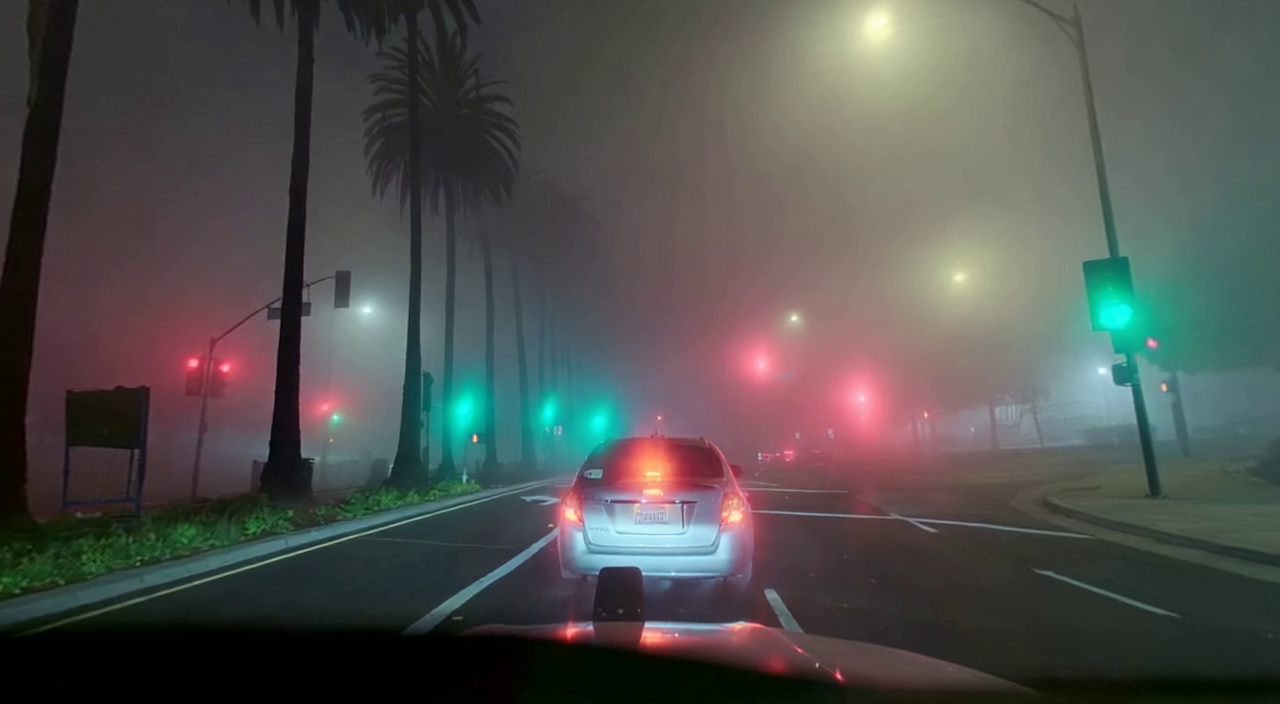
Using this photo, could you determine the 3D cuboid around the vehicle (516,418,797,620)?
[{"bbox_3d":[0.148,1.555,6.825,2.096,1.492,4.071,0,-9,1],"label":"vehicle"}]
